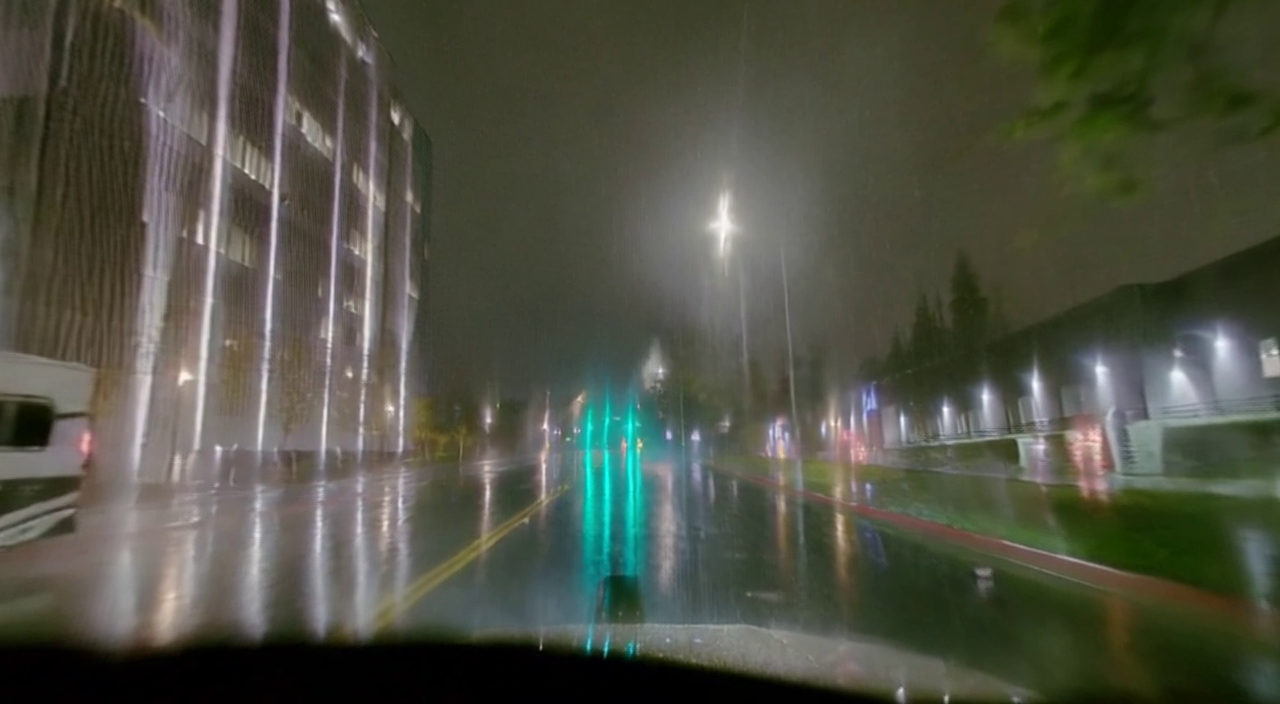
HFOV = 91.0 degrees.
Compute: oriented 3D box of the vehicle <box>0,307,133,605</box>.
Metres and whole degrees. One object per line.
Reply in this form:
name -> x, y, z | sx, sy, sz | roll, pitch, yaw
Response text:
vehicle -> -7.436, 0.610, 3.293 | 3.108, 2.771, 7.999 | 1, -8, -2
